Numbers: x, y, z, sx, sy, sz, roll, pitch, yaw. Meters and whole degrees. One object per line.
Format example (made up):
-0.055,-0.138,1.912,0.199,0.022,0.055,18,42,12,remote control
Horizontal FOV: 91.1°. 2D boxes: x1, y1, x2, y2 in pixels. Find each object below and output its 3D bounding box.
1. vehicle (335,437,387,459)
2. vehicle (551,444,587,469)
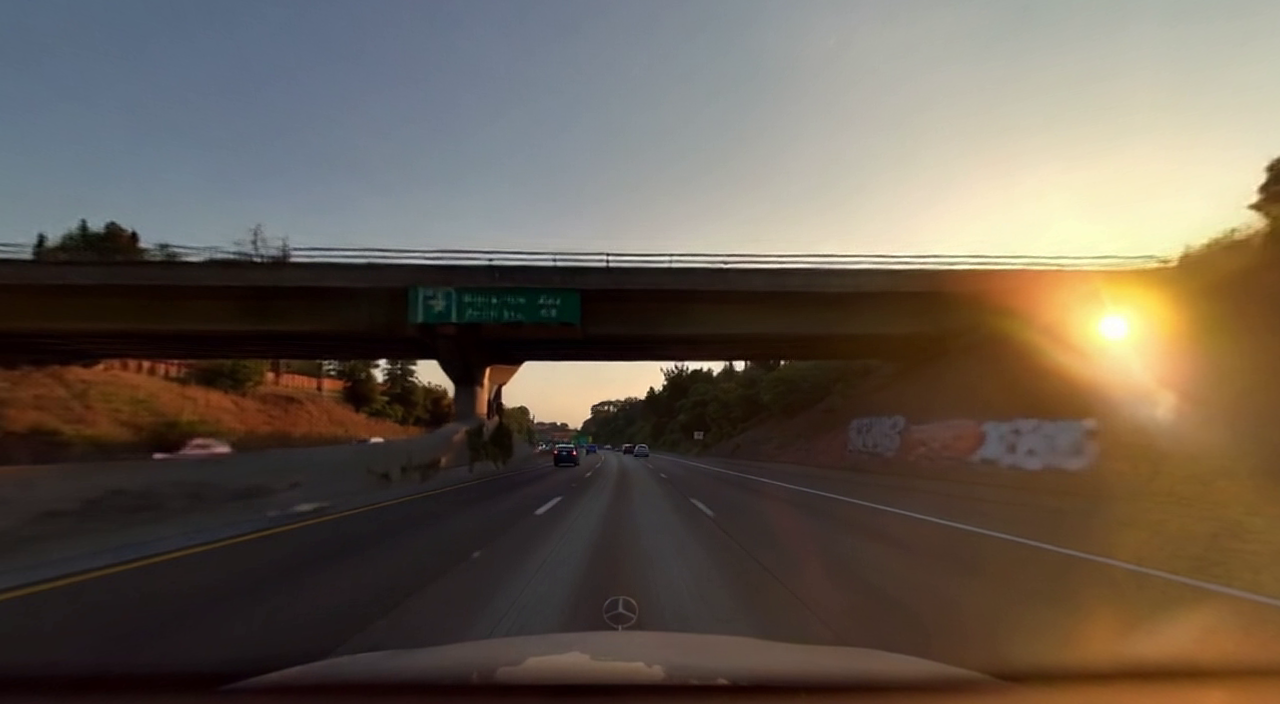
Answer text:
-20.952,7.229,47.398,1.973,1.585,4.484,0,-9,-2,vehicle
-4.341,6.478,39.040,1.871,1.459,3.771,0,-9,-1,vehicle
